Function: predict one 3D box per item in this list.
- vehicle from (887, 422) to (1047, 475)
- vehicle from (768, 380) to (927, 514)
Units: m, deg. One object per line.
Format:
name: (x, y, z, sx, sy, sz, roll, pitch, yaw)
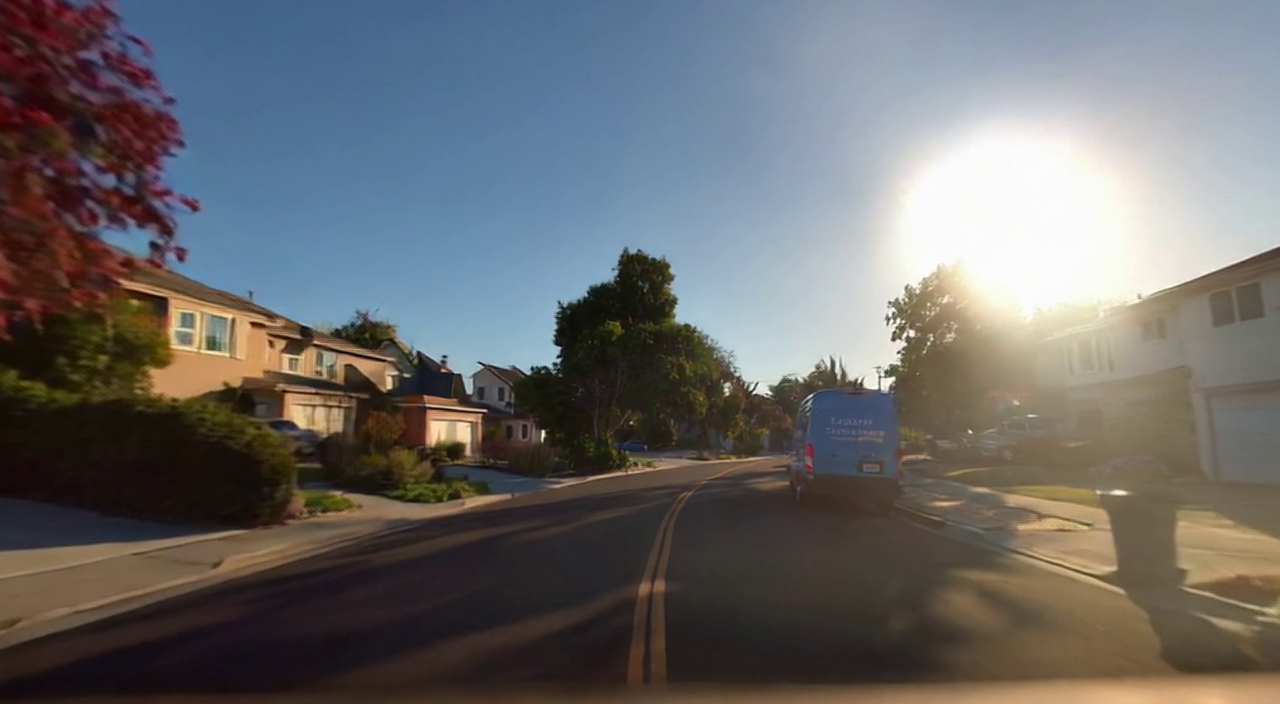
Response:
vehicle: (12.181, 3.696, 23.898, 4.791, 1.472, 2.114, -7, -11, 9)
vehicle: (4.871, 2.403, 16.132, 2.684, 2.712, 6.197, -1, -9, 8)
